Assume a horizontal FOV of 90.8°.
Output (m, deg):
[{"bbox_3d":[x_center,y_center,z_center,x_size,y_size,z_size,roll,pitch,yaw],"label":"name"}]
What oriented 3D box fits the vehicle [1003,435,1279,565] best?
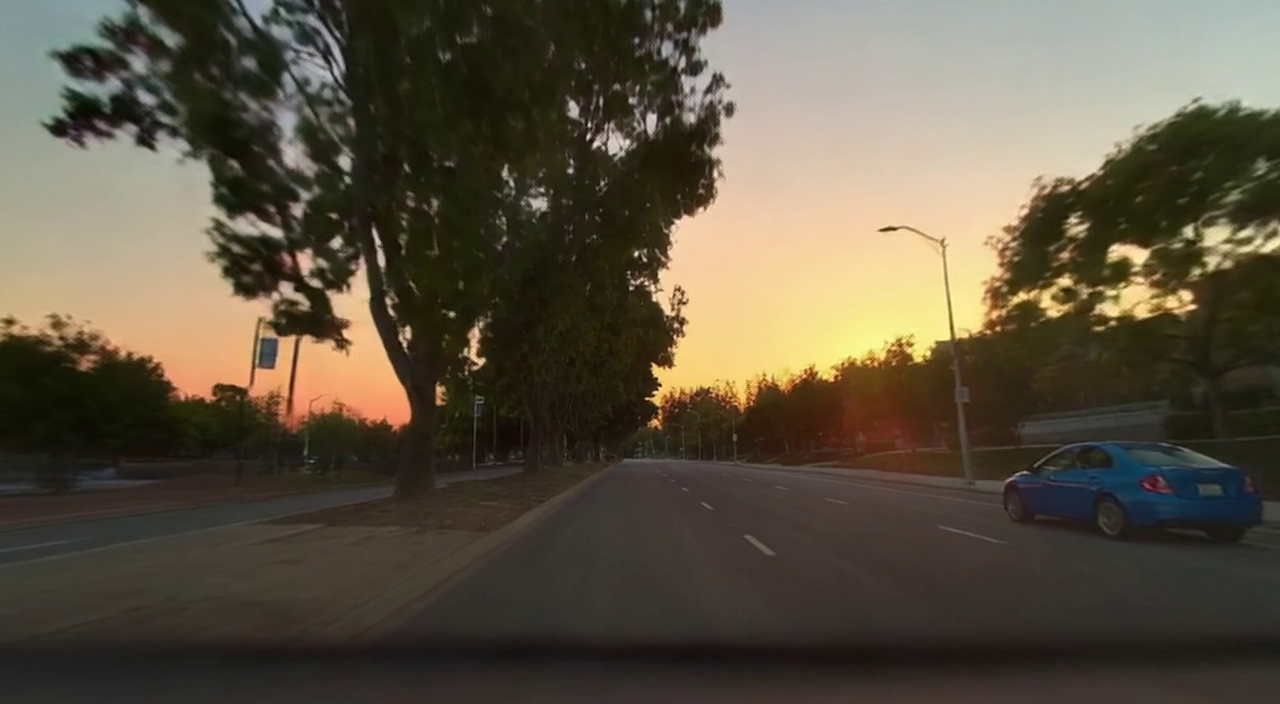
[{"bbox_3d":[7.280,2.012,9.253,1.797,1.518,3.433,0,-9,-1],"label":"vehicle"}]
